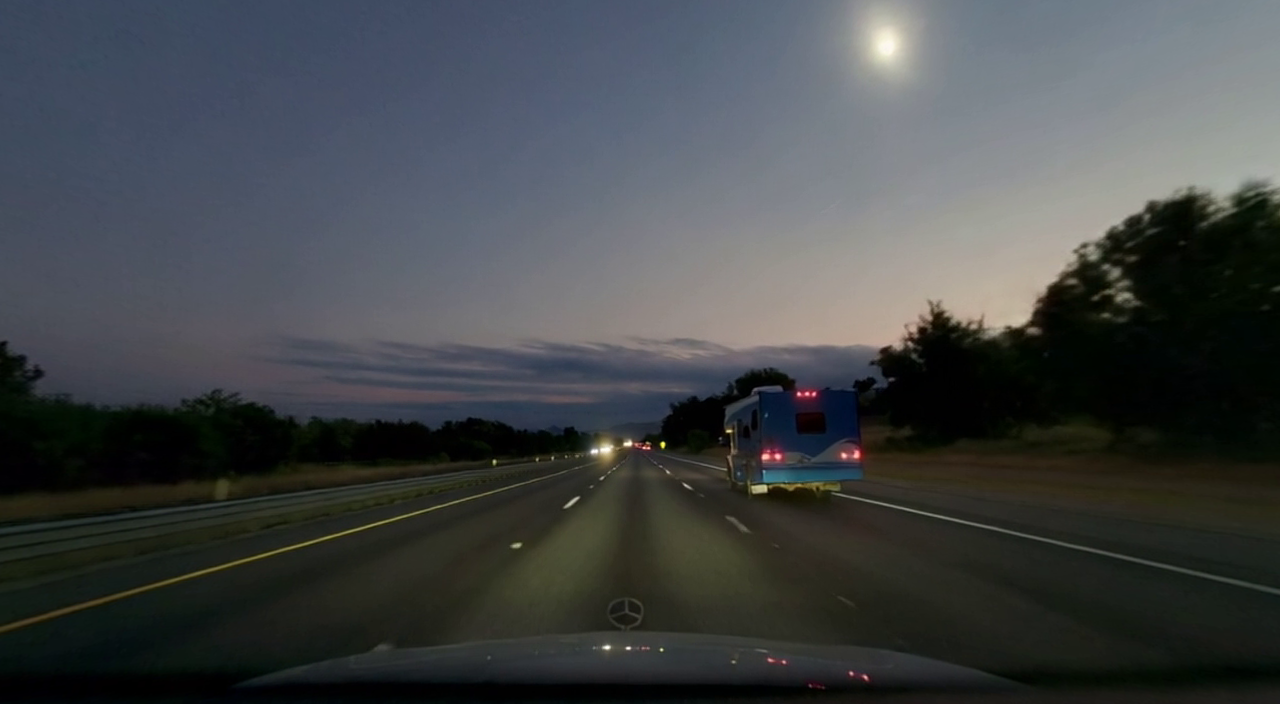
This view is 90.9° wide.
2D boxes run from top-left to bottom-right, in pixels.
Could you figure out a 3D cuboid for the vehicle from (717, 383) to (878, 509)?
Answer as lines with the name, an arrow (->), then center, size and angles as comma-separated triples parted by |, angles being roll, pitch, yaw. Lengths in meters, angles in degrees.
vehicle -> 3.869, 2.545, 17.133 | 2.556, 2.763, 6.287 | 0, -9, -2
